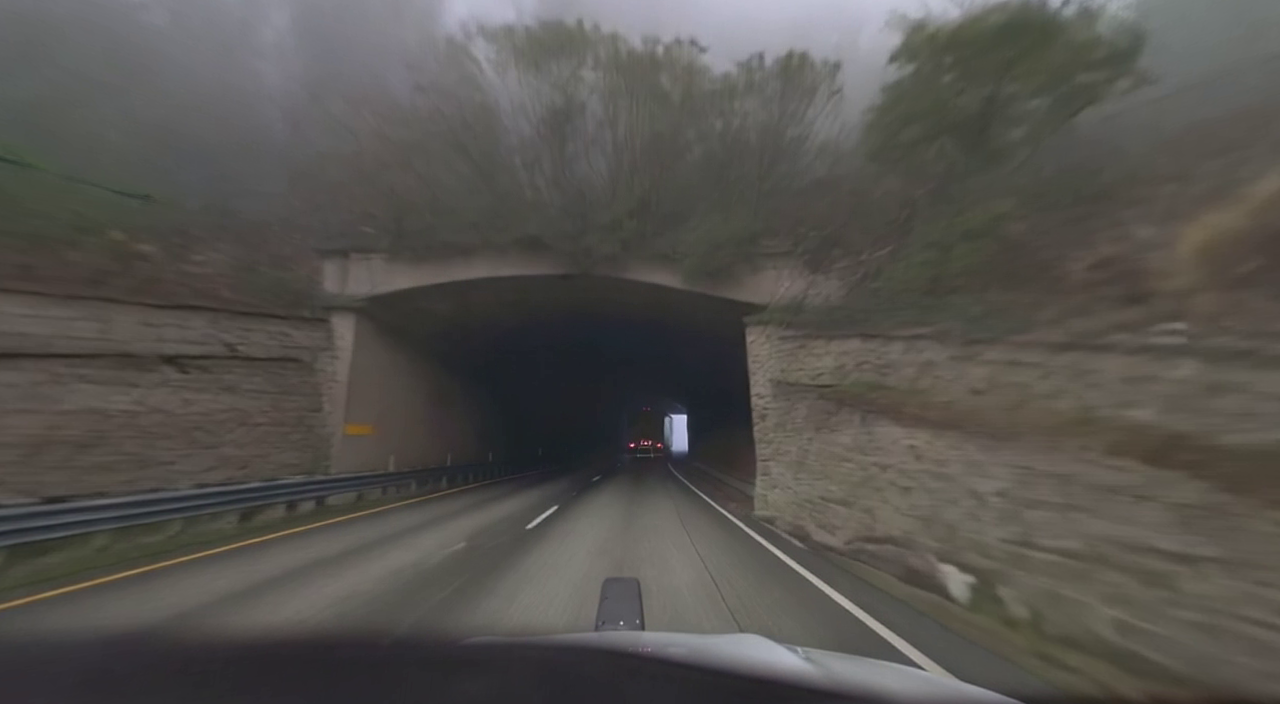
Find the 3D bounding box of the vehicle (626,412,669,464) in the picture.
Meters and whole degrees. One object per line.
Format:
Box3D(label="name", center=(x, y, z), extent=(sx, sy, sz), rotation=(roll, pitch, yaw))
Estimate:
Box3D(label="vehicle", center=(0.761, 6.676, 48.374), extent=(2.915, 3.468, 11.233), rotation=(-1, -9, 2))
